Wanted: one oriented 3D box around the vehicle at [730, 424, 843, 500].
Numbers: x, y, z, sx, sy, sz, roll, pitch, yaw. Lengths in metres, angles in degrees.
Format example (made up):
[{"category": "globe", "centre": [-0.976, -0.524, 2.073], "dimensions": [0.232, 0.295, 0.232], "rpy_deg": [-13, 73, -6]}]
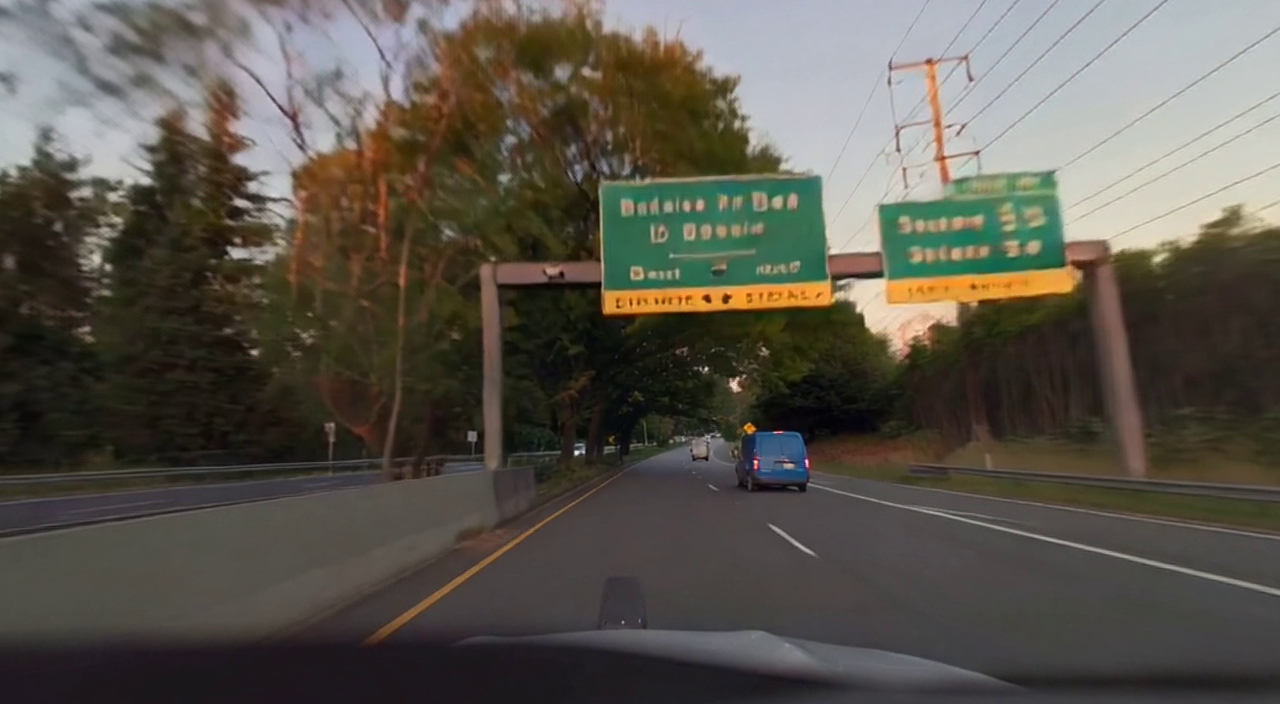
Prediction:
[{"category": "vehicle", "centre": [4.214, 3.298, 19.170], "dimensions": [2.261, 1.969, 5.104], "rpy_deg": [0, -9, 1]}]
